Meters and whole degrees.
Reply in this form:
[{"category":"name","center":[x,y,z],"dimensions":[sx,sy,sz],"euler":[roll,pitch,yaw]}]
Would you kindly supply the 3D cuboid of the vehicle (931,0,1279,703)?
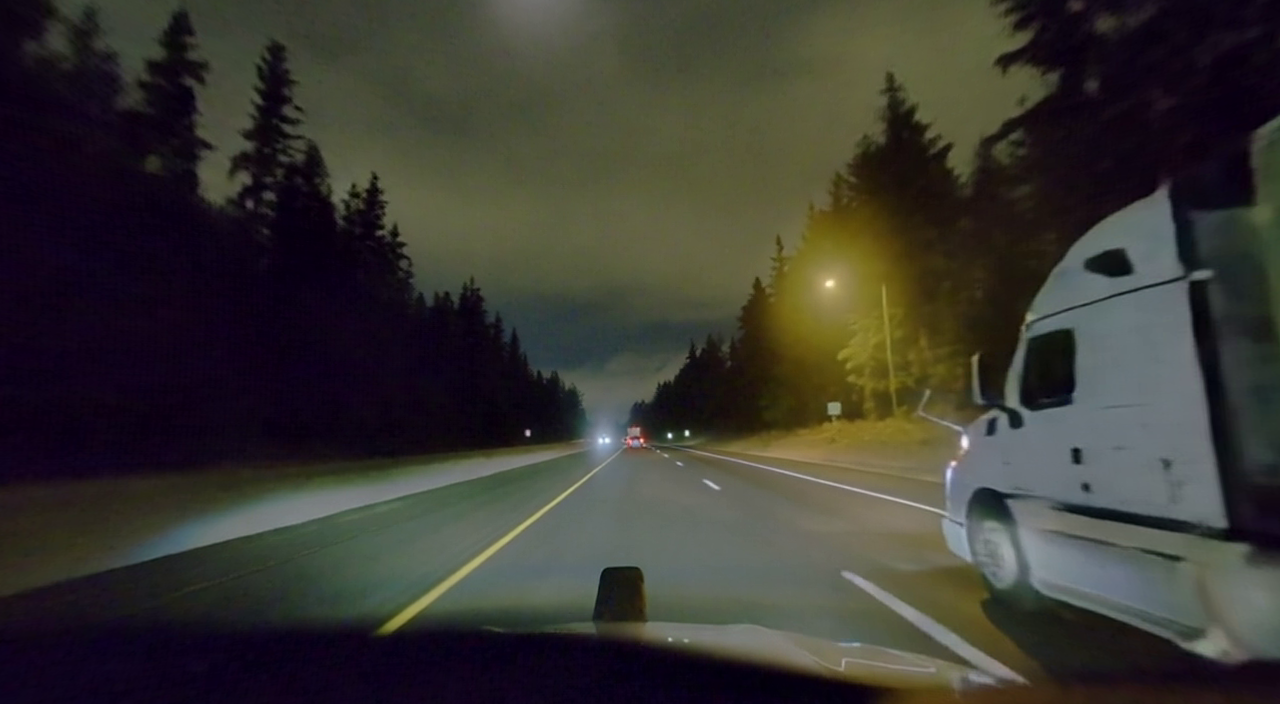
[{"category":"vehicle","center":[4.168,-0.249,1.120],"dimensions":[3.013,3.462,8.956],"euler":[0,-8,0]}]
